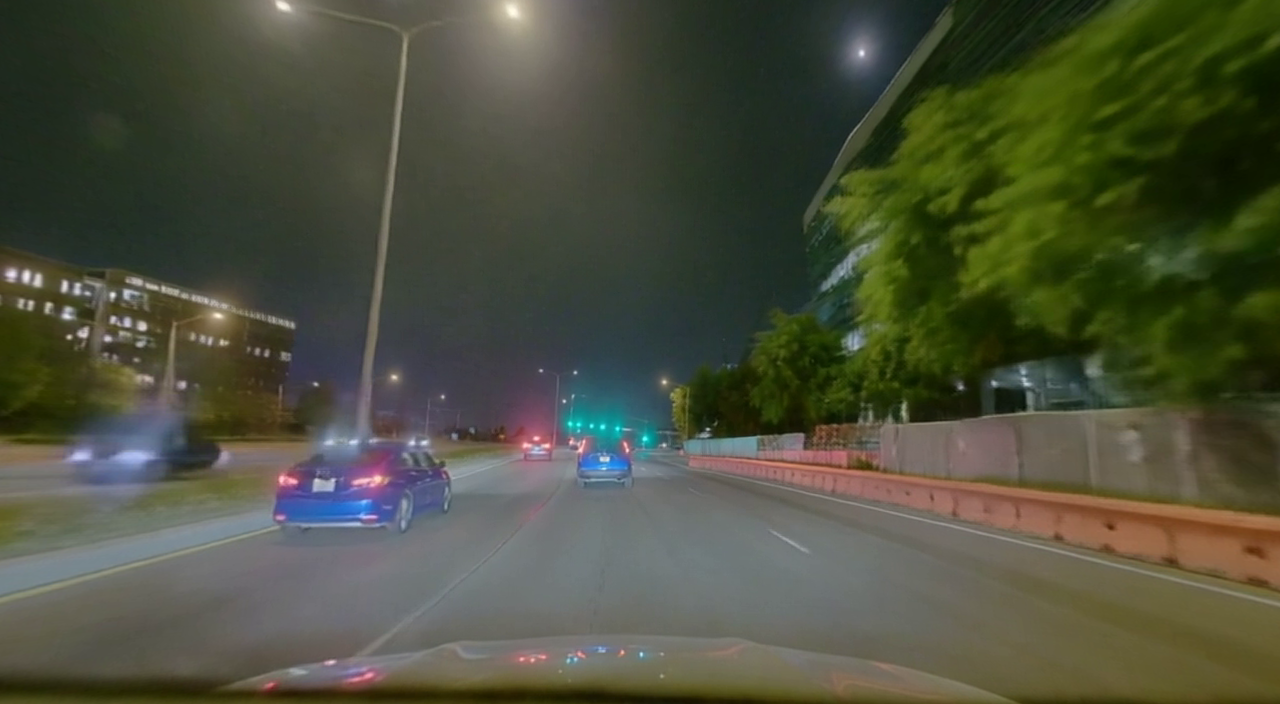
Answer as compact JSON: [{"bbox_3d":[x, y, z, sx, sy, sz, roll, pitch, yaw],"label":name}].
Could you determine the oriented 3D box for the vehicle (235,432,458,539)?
[{"bbox_3d":[-4.499,2.051,10.442,1.848,1.406,4.013,0,-8,-2],"label":"vehicle"}]

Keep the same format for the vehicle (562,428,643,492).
[{"bbox_3d":[-0.911,2.817,16.767,1.913,1.499,3.581,0,-8,-1],"label":"vehicle"}]

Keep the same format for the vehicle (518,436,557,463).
[{"bbox_3d":[-6.045,5.771,37.576,1.888,1.486,4.310,1,-8,-4],"label":"vehicle"}]
